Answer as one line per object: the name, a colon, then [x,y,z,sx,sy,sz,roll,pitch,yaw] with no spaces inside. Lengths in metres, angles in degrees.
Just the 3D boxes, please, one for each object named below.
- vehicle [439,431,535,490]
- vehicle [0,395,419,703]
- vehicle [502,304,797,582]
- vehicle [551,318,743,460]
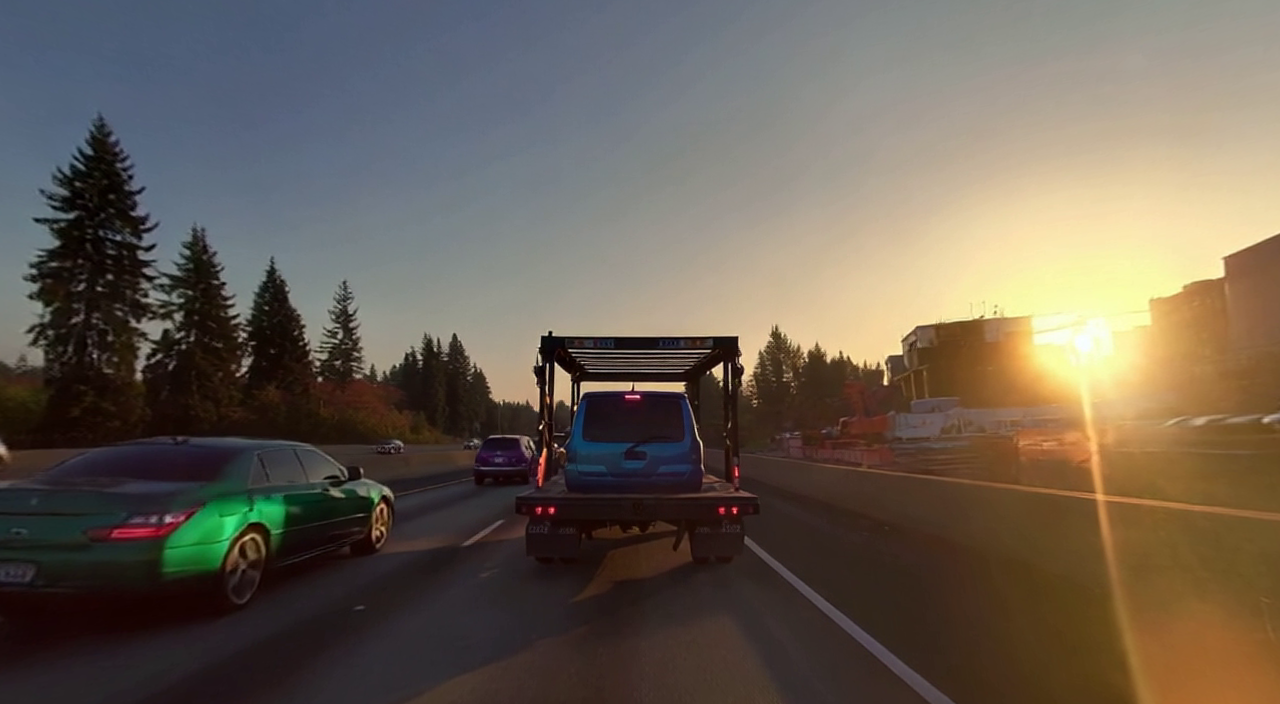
vehicle: [-4.803,3.477,20.520,2.057,1.665,4.572,0,-9,-1]
vehicle: [-3.916,1.338,5.582,2.155,1.513,4.964,0,-9,0]
vehicle: [-0.174,1.607,11.194,2.735,2.597,10.435,1,-9,-3]
vehicle: [-0.032,0.763,9.511,2.156,1.604,4.680,0,-9,-3]
